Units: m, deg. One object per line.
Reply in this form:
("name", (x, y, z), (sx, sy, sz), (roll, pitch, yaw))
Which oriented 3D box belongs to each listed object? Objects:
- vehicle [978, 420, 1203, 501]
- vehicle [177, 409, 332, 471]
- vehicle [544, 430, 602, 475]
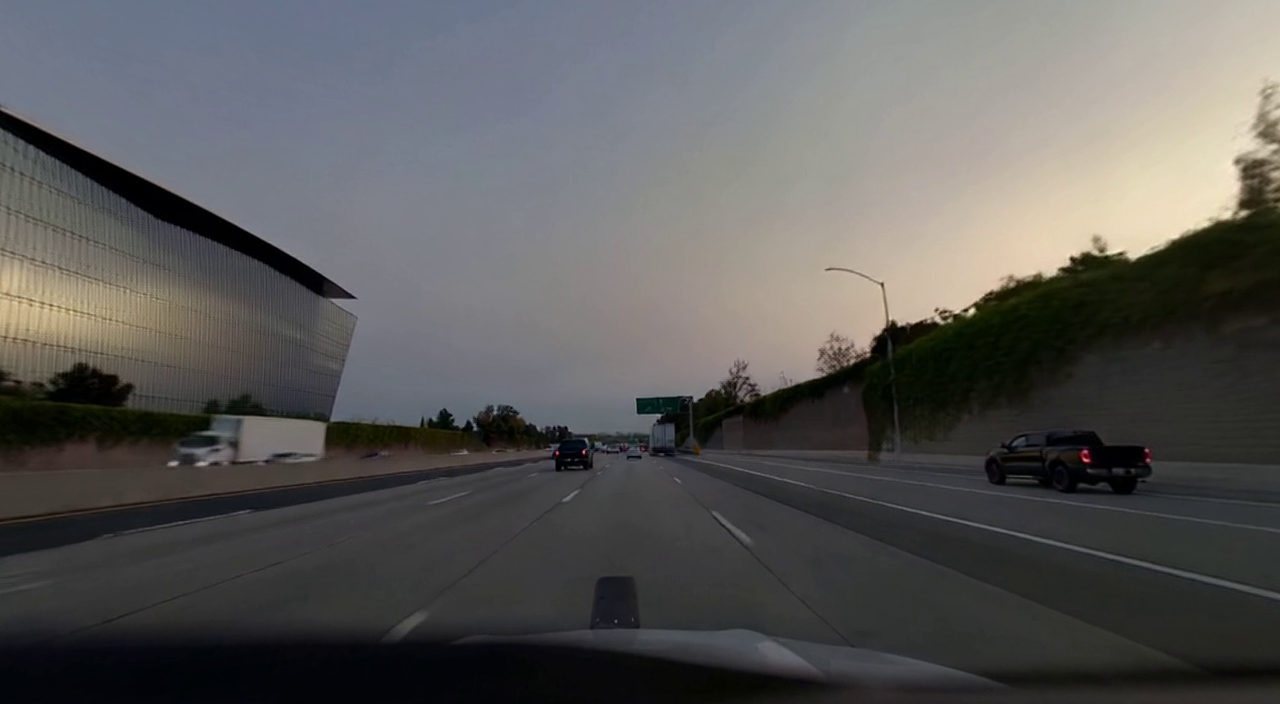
("vehicle", (11.441, 2.826, 16.688), (2.089, 1.787, 5.080), (0, -9, -1))
("vehicle", (-26.907, 6.399, 45.444), (3.000, 3.767, 13.120), (0, -9, 0))
("vehicle", (-3.243, 5.074, 31.896), (2.284, 2.022, 5.752), (0, -9, 0))
